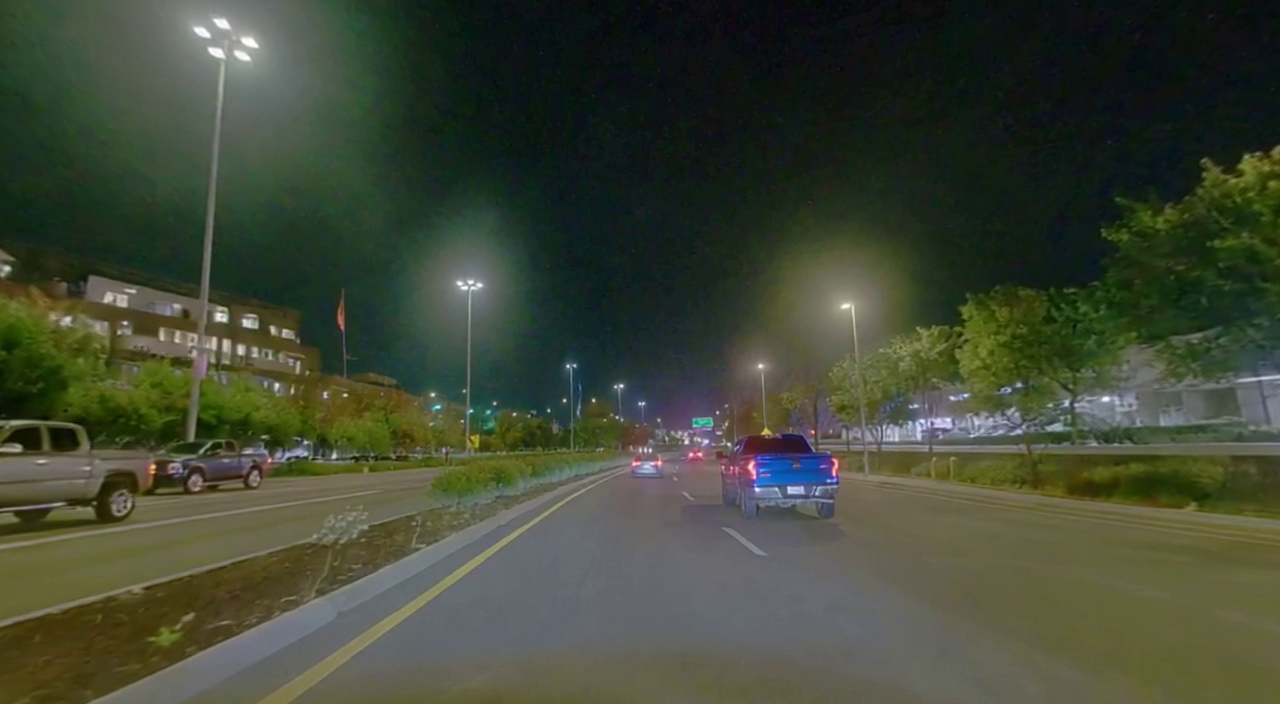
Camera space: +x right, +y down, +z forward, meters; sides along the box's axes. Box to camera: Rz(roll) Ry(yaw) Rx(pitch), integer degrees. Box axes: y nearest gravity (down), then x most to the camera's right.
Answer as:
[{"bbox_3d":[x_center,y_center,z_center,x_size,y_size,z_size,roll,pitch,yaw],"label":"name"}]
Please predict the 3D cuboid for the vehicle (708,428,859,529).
[{"bbox_3d":[3.083,2.891,15.094,2.367,1.919,5.651,0,-9,1],"label":"vehicle"}]

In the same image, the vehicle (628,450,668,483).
[{"bbox_3d":[0.452,5.912,32.806,1.968,1.521,4.262,0,-9,2],"label":"vehicle"}]

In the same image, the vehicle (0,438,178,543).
[{"bbox_3d":[-10.451,2.225,10.512,1.991,1.537,4.605,1,-9,-1],"label":"vehicle"}]

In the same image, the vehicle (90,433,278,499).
[{"bbox_3d":[-14.401,3.617,20.404,2.154,1.806,5.096,0,-9,1],"label":"vehicle"}]
